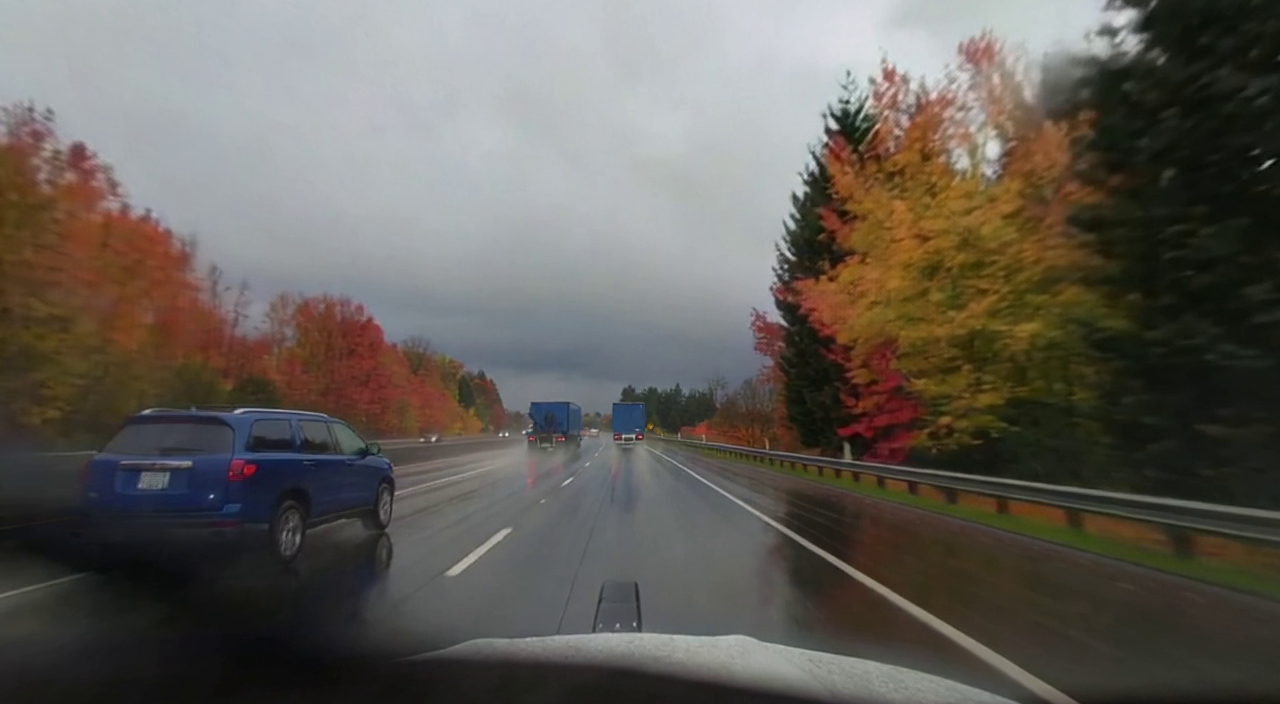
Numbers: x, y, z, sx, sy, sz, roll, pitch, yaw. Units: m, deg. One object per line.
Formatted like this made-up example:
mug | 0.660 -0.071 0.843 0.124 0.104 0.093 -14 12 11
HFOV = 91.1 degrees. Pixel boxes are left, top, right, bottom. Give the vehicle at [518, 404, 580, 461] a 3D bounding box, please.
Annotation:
vehicle | -4.651 4.261 33.137 2.383 2.726 5.677 0 -8 0

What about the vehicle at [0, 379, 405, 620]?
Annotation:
vehicle | -4.416 1.323 6.693 2.089 1.669 4.515 0 -8 -1
